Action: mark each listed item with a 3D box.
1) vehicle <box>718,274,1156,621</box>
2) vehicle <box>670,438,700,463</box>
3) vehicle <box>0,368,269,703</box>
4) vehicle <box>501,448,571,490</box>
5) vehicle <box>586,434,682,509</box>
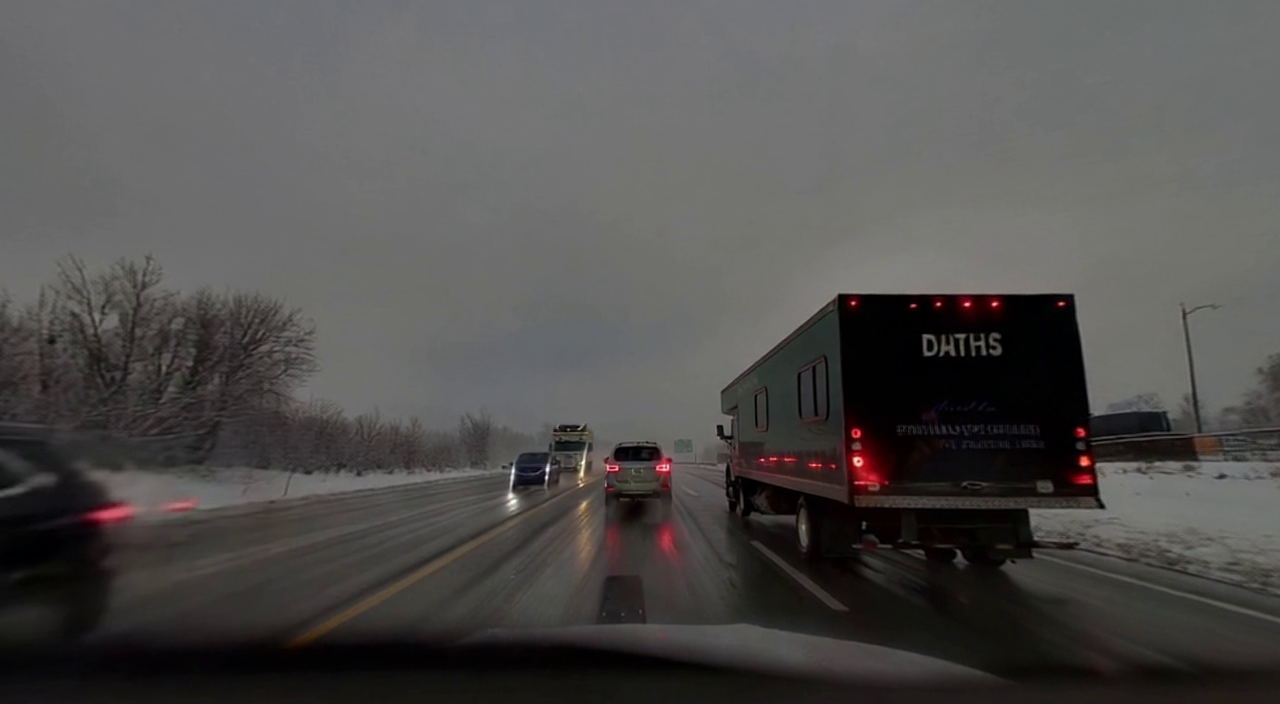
[{"bbox_3d":[2.933,1.314,9.024,2.533,2.942,7.280,0,-9,-1],"label":"vehicle"},{"bbox_3d":[3.511,7.792,49.975,2.020,1.874,4.431,0,-9,0],"label":"vehicle"},{"bbox_3d":[-3.767,0.850,2.283,2.098,1.659,4.432,0,-9,0],"label":"vehicle"},{"bbox_3d":[-3.897,4.454,24.279,1.933,1.465,3.898,0,-9,2],"label":"vehicle"},{"bbox_3d":[-0.114,3.072,16.632,2.201,1.719,4.058,0,-9,1],"label":"vehicle"}]
